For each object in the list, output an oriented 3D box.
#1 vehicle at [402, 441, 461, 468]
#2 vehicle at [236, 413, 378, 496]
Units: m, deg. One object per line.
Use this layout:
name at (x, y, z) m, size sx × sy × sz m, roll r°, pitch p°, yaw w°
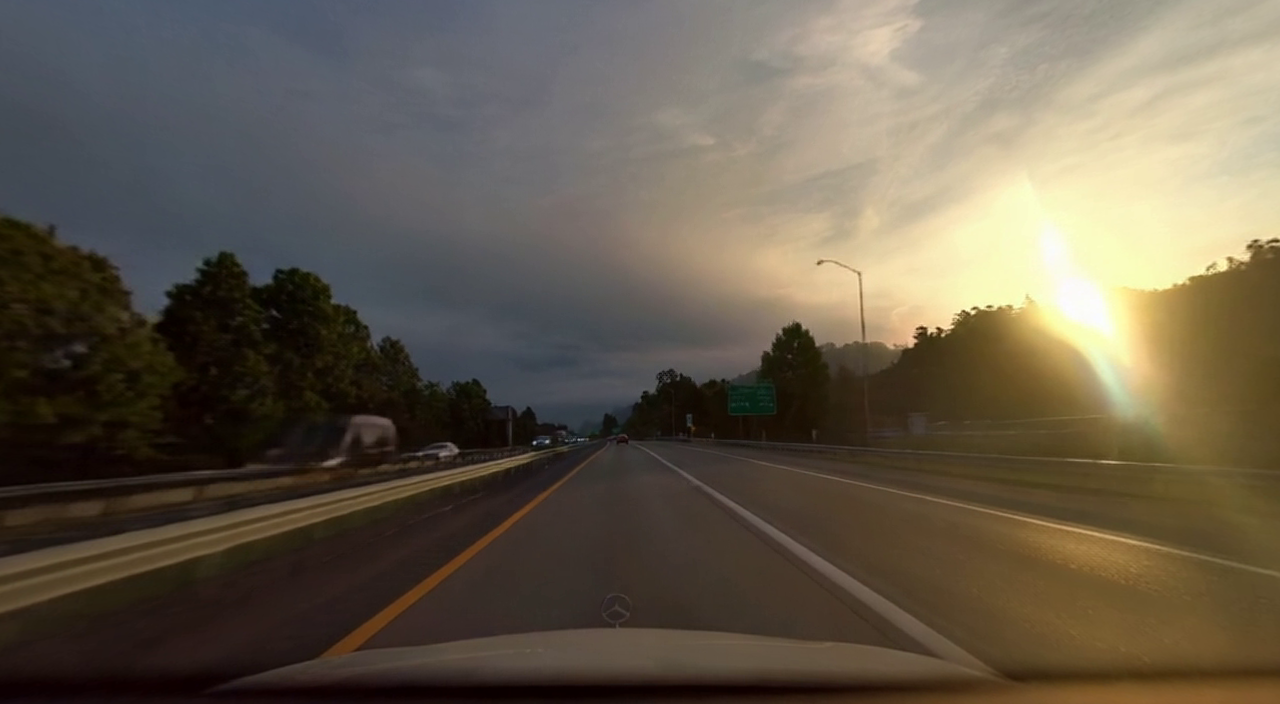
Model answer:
vehicle at (-14.759, 7.268, 44.837) m, size 2.898 × 1.726 × 3.957 m, roll 0°, pitch -8°, yaw -1°
vehicle at (-10.456, 3.228, 20.232) m, size 2.115 × 2.326 × 4.480 m, roll 0°, pitch -8°, yaw -1°
